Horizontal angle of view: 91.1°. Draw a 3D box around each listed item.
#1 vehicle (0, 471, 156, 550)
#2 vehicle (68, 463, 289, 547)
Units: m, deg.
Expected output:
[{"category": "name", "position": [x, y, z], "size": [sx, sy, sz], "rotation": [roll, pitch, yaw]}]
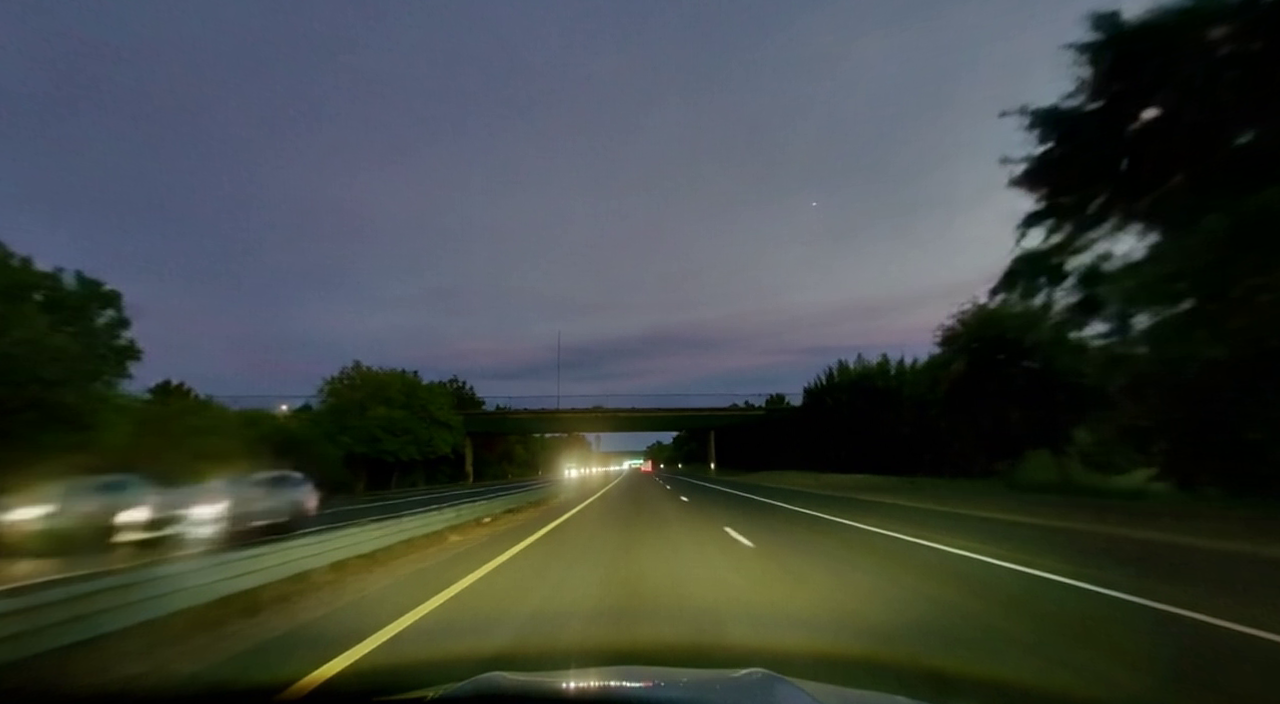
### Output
[{"category": "vehicle", "position": [-13.499, 3.399, 13.829], "size": [1.921, 1.467, 4.670], "rotation": [1, -11, 0]}, {"category": "vehicle", "position": [-9.523, 3.156, 13.414], "size": [1.827, 1.492, 3.722], "rotation": [1, -10, 0]}]
